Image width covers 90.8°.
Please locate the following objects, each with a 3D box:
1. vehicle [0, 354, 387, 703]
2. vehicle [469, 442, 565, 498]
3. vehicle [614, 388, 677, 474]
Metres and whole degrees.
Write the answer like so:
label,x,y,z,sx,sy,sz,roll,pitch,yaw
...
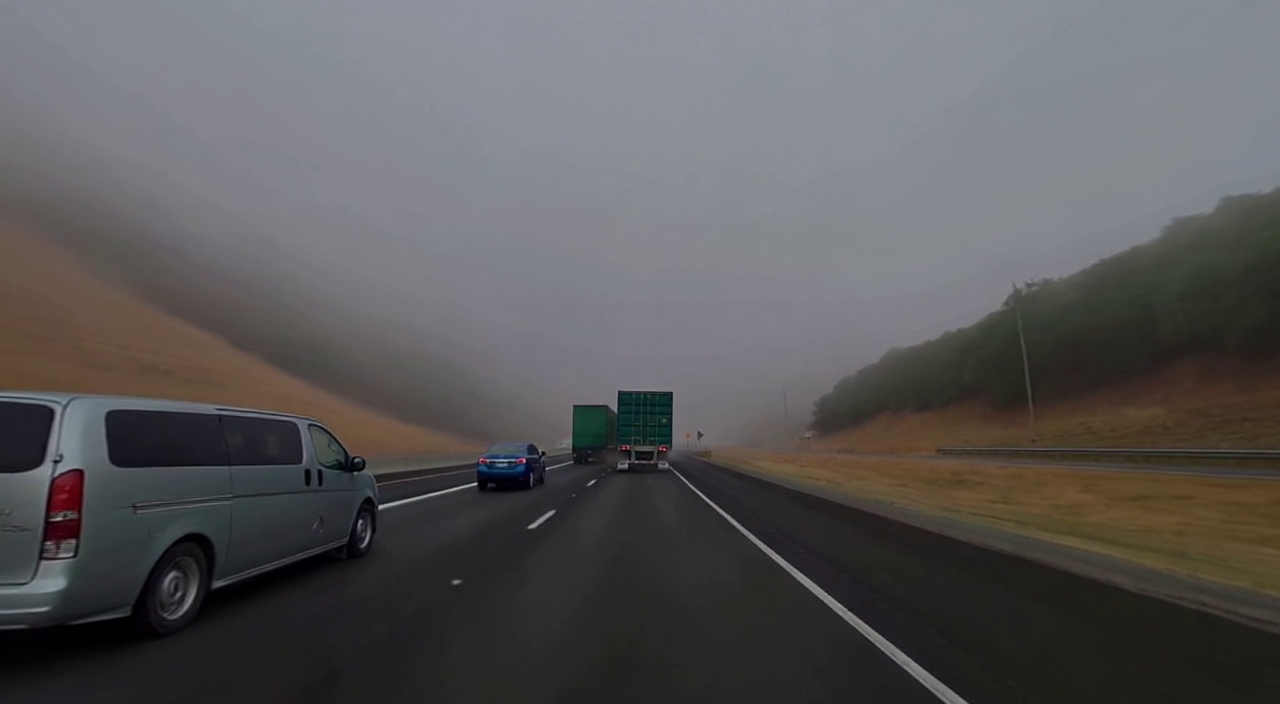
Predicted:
label,x,y,z,sx,sy,sz,roll,pitch,yaw
vehicle,-4.146,1.196,5.017,2.136,1.779,4.875,0,-8,1
vehicle,-3.513,3.425,18.808,1.950,1.446,4.224,0,-8,1
vehicle,0.391,4.496,35.039,2.913,3.988,10.874,0,-8,1
